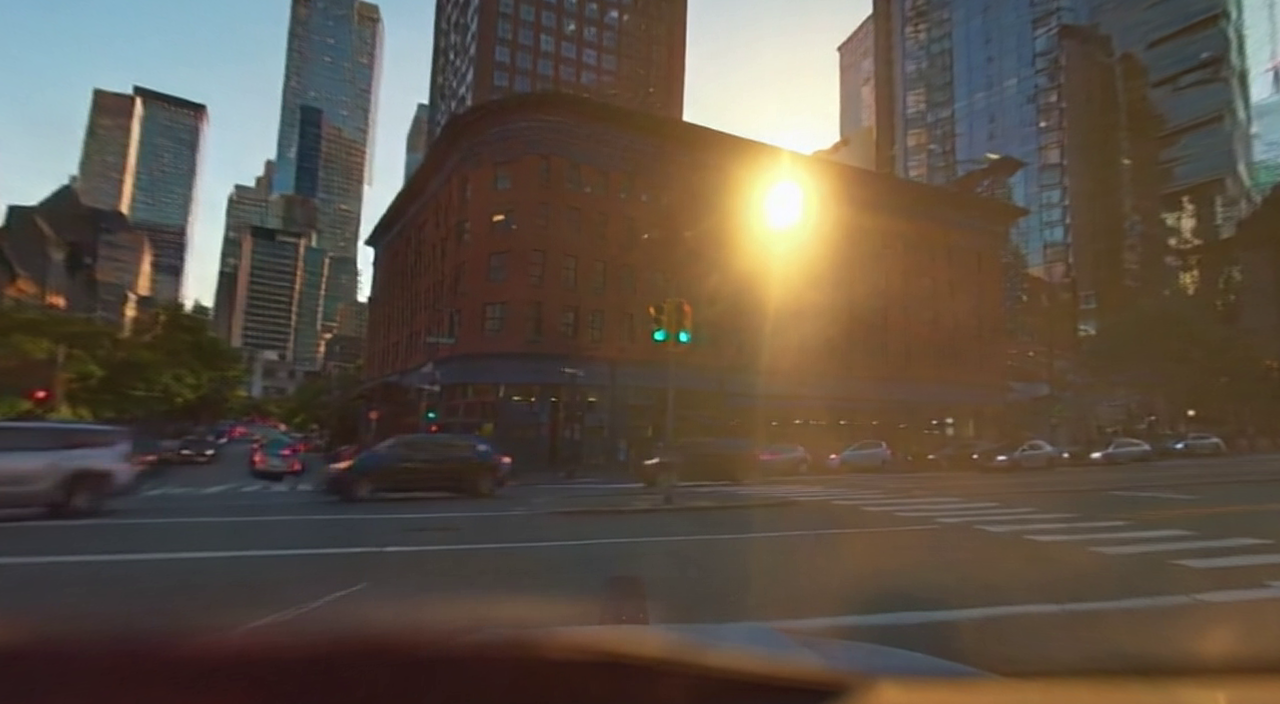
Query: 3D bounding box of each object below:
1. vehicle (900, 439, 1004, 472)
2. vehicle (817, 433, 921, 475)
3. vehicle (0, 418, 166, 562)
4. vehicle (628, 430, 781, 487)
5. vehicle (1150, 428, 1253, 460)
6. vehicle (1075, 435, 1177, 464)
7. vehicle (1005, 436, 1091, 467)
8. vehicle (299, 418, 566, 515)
[{"bbox_3d":[15.518,5.130,31.470,4.418,1.556,1.814,2,-9,-14],"label":"vehicle"},{"bbox_3d":[11.039,4.912,30.547,4.289,1.875,1.963,2,-9,-14],"label":"vehicle"},{"bbox_3d":[-7.467,1.357,6.091,1.818,1.439,4.371,-2,-9,13],"label":"vehicle"},{"bbox_3d":[1.949,3.237,19.461,4.291,1.606,1.859,2,-9,-16],"label":"vehicle"},{"bbox_3d":[31.335,5.156,35.218,4.502,1.696,1.884,2,-9,-13],"label":"vehicle"},{"bbox_3d":[26.140,5.244,33.933,4.494,1.481,1.783,2,-9,-13],"label":"vehicle"},{"bbox_3d":[21.358,5.217,33.054,3.522,1.546,1.721,2,-9,-13],"label":"vehicle"},{"bbox_3d":[-4.067,2.250,12.862,4.749,1.624,1.926,6,-10,-36],"label":"vehicle"}]
